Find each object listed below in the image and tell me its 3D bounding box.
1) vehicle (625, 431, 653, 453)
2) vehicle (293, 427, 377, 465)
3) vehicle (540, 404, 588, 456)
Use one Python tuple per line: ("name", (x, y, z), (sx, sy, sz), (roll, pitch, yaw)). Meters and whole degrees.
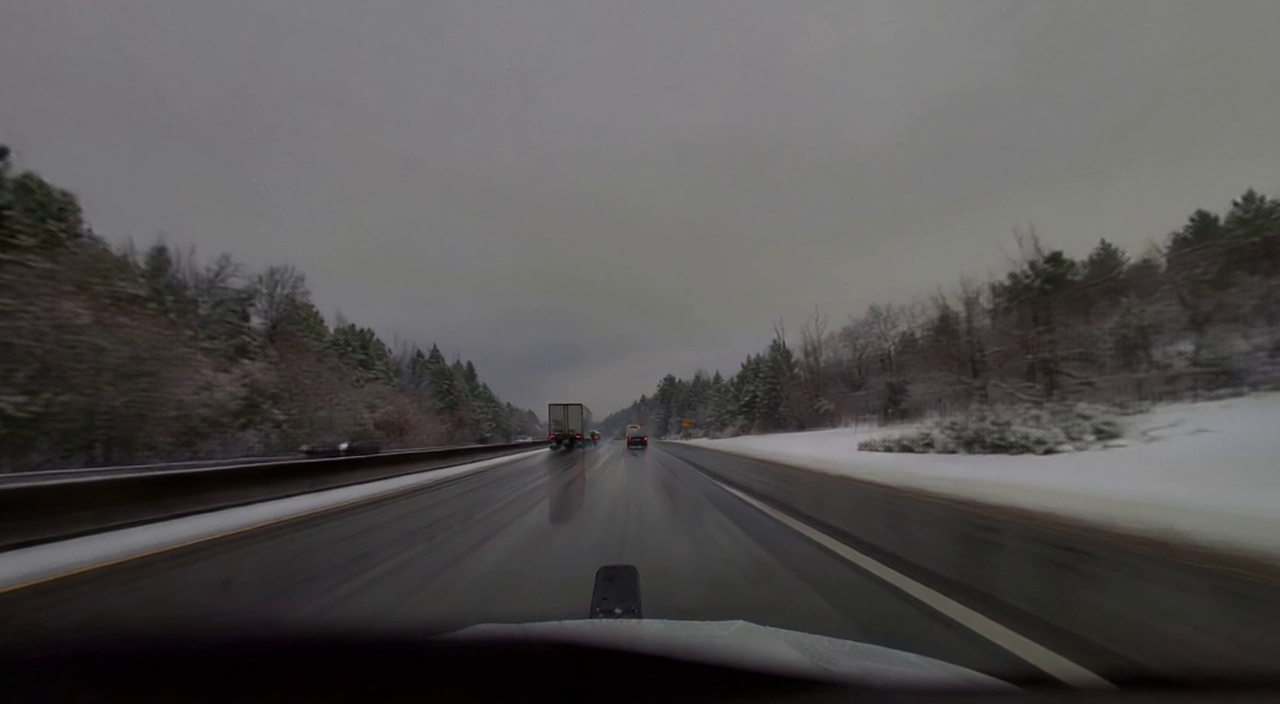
("vehicle", (-0.104, 6.610, 46.269), (1.988, 1.472, 3.716), (0, -8, -2))
("vehicle", (-17.009, 5.252, 35.426), (2.321, 2.002, 4.830), (0, -8, -1))
("vehicle", (-4.846, 5.148, 41.230), (2.450, 3.098, 6.965), (0, -8, -1))
